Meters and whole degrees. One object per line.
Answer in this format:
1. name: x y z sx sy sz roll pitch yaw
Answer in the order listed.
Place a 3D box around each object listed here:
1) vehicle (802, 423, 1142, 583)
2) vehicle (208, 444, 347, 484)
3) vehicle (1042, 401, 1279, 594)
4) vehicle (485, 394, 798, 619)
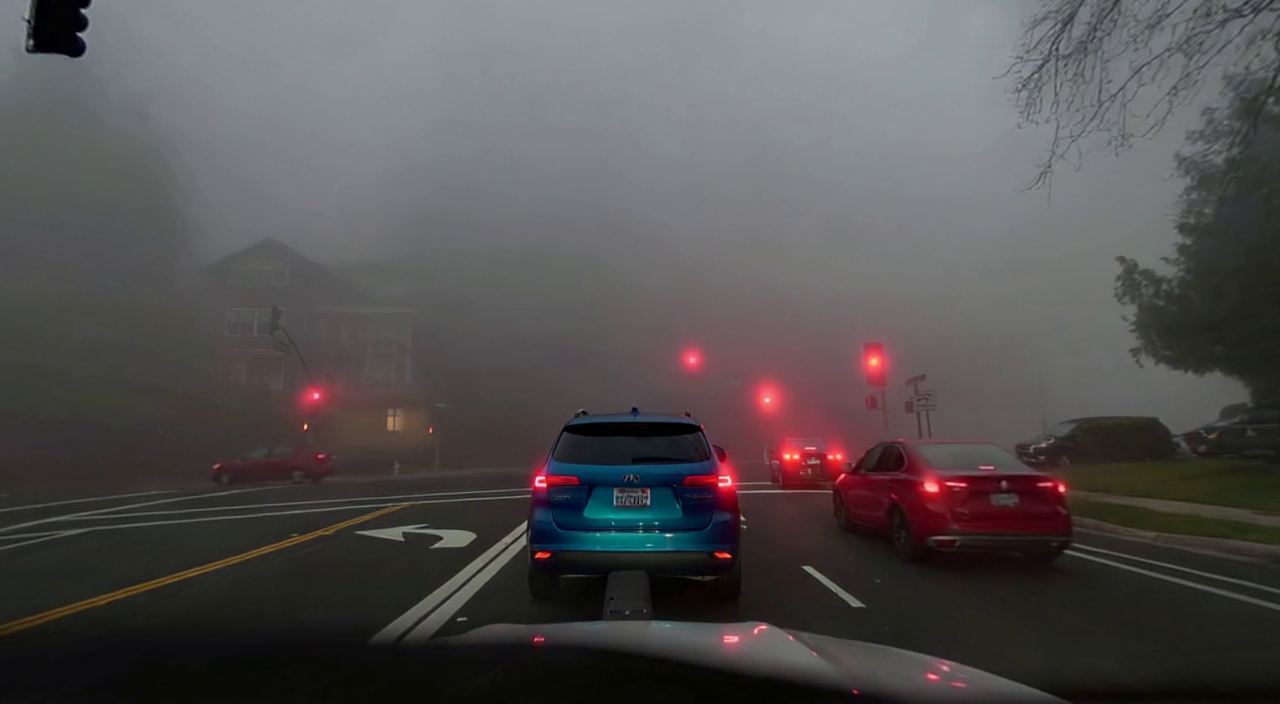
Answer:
1. vehicle: 3.827 1.809 8.534 2.077 1.527 4.755 0 -8 1
2. vehicle: -14.698 4.546 25.918 4.723 1.486 1.800 4 -9 -25
3. vehicle: 7.022 1.527 7.003 1.989 1.791 4.735 0 -8 1
4. vehicle: 0.047 1.472 6.951 2.322 1.667 4.367 0 -8 1
